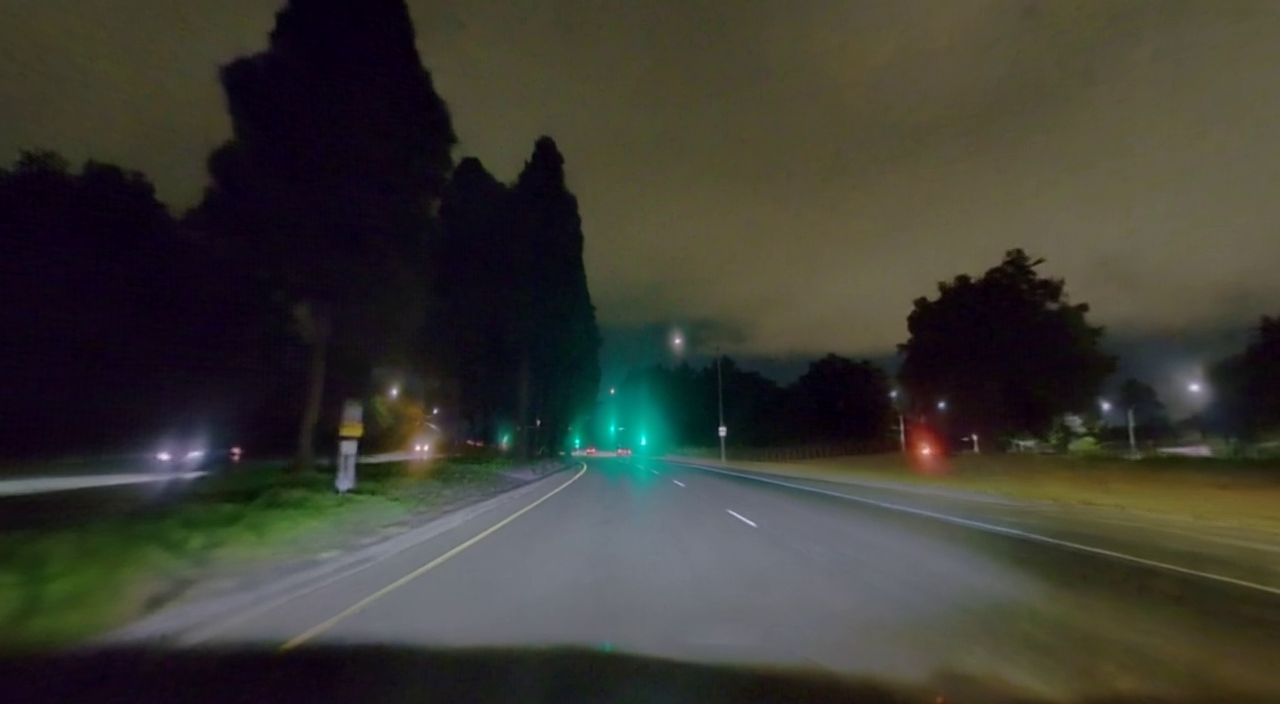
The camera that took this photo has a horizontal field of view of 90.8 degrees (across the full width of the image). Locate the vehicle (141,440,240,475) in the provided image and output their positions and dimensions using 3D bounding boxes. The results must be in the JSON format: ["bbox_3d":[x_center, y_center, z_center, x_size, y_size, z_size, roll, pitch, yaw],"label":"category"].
[{"bbox_3d":[-22.525,5.270,31.900,1.895,1.604,4.349,1,-8,-3],"label":"vehicle"}]
